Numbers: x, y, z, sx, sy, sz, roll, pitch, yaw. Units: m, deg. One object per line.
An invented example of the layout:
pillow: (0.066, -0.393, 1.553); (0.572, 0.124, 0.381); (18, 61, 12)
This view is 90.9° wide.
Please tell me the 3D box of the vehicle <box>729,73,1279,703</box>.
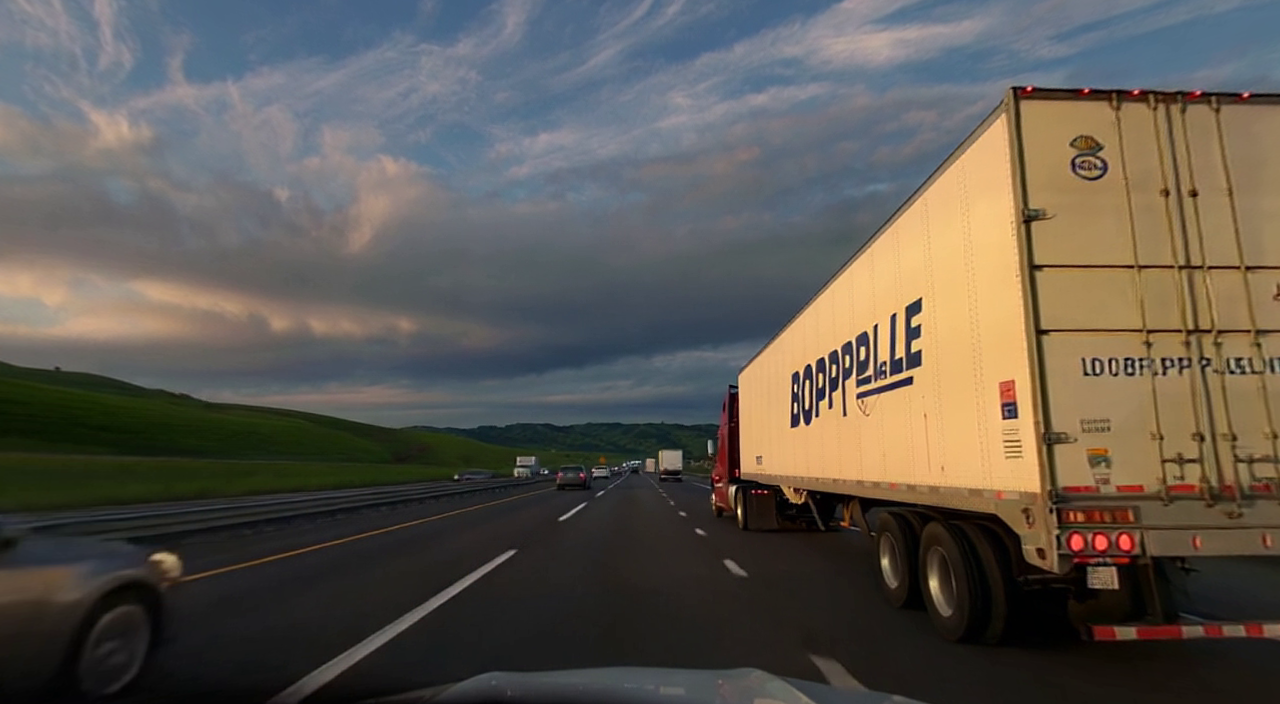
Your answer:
vehicle: (3.997, 1.384, 10.869); (2.839, 4.062, 14.051); (1, -11, 0)

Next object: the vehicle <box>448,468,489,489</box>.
vehicle: (-12.189, 9.013, 45.083); (1.952, 1.358, 4.081); (1, -10, -2)

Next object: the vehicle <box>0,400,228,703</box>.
vehicle: (-3.395, 0.752, 1.386); (2.021, 1.505, 4.286); (1, -11, 0)

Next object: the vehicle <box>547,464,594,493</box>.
vehicle: (-4.014, 7.430, 37.201); (2.088, 1.566, 4.853); (1, -11, 1)
